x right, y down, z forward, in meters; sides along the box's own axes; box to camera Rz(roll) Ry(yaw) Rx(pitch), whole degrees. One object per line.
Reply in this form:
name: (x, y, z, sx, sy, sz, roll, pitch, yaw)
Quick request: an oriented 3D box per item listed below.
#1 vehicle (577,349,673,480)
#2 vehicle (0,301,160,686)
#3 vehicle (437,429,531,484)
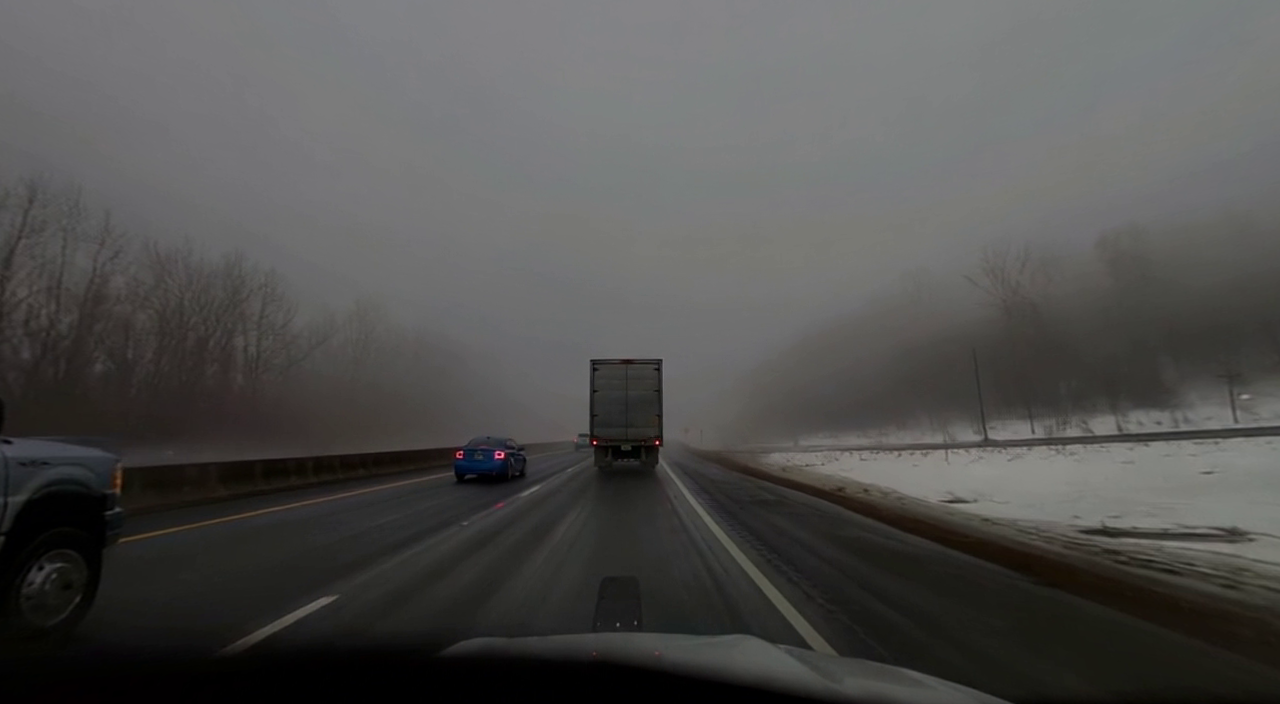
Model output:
vehicle: (-0.508, 2.588, 24.520, 2.953, 4.041, 10.072, 0, -8, -1)
vehicle: (-4.382, 0.534, 1.768, 2.168, 1.985, 4.952, 0, -8, -1)
vehicle: (-4.845, 3.298, 20.248, 1.931, 1.539, 4.441, 0, -8, -1)
